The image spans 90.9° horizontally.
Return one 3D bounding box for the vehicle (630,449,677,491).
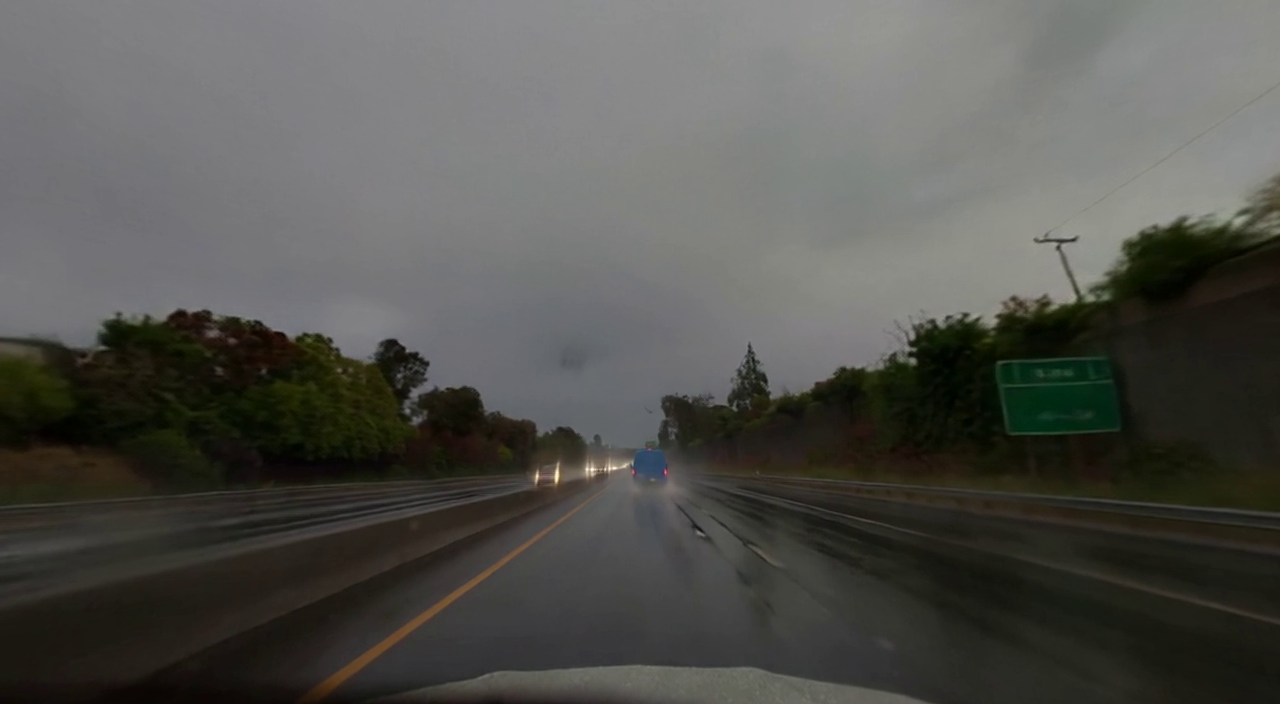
[{"bbox_3d":[0.693,6.635,35.441,2.429,2.167,4.558,1,-11,-1],"label":"vehicle"}]
